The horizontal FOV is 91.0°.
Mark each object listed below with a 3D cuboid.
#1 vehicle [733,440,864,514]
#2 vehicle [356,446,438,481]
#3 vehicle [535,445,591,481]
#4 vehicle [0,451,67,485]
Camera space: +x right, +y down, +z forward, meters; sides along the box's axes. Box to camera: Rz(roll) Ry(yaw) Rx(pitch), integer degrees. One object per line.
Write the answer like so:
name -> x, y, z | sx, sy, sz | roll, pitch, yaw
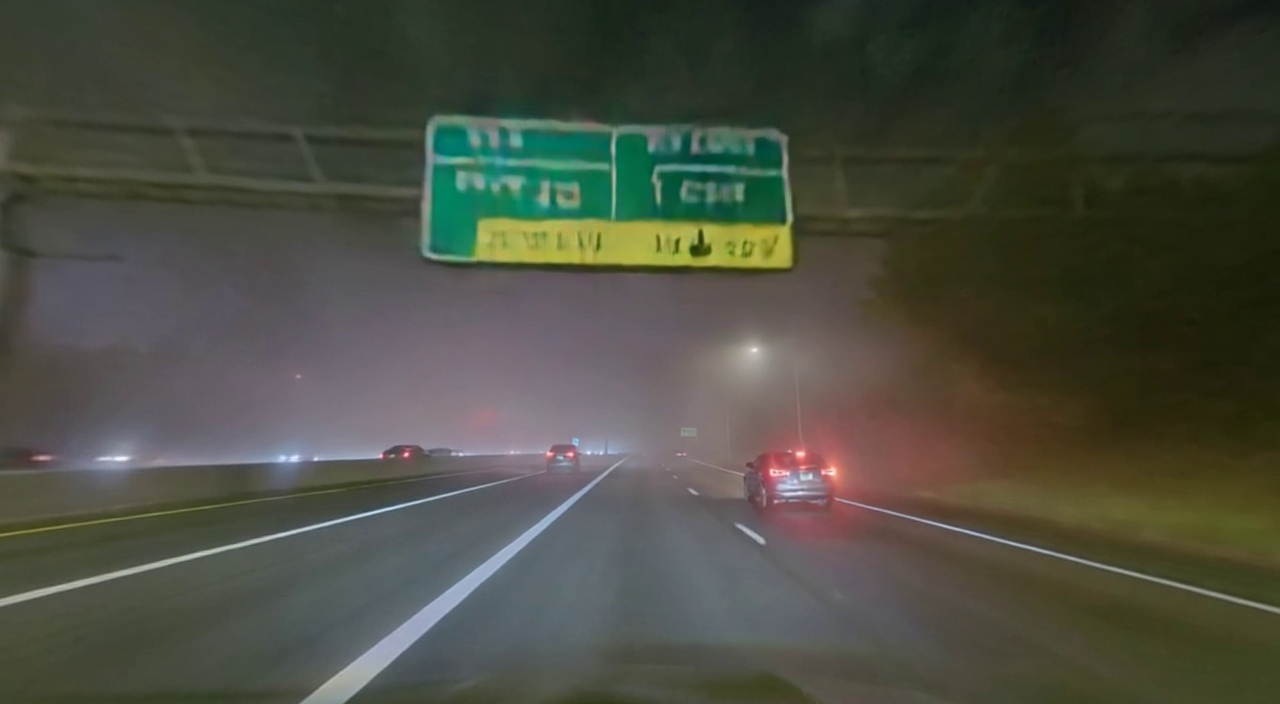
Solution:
vehicle -> 3.675, 2.994, 15.542 | 2.079, 1.535, 4.316 | 0, -9, 0
vehicle -> -11.345, 5.224, 29.757 | 1.919, 1.497, 4.765 | 0, -9, 1
vehicle -> -3.530, 5.202, 29.853 | 2.072, 1.545, 4.687 | 0, -9, 0
vehicle -> -31.467, 5.703, 31.198 | 1.859, 1.580, 4.528 | 0, -9, 0
